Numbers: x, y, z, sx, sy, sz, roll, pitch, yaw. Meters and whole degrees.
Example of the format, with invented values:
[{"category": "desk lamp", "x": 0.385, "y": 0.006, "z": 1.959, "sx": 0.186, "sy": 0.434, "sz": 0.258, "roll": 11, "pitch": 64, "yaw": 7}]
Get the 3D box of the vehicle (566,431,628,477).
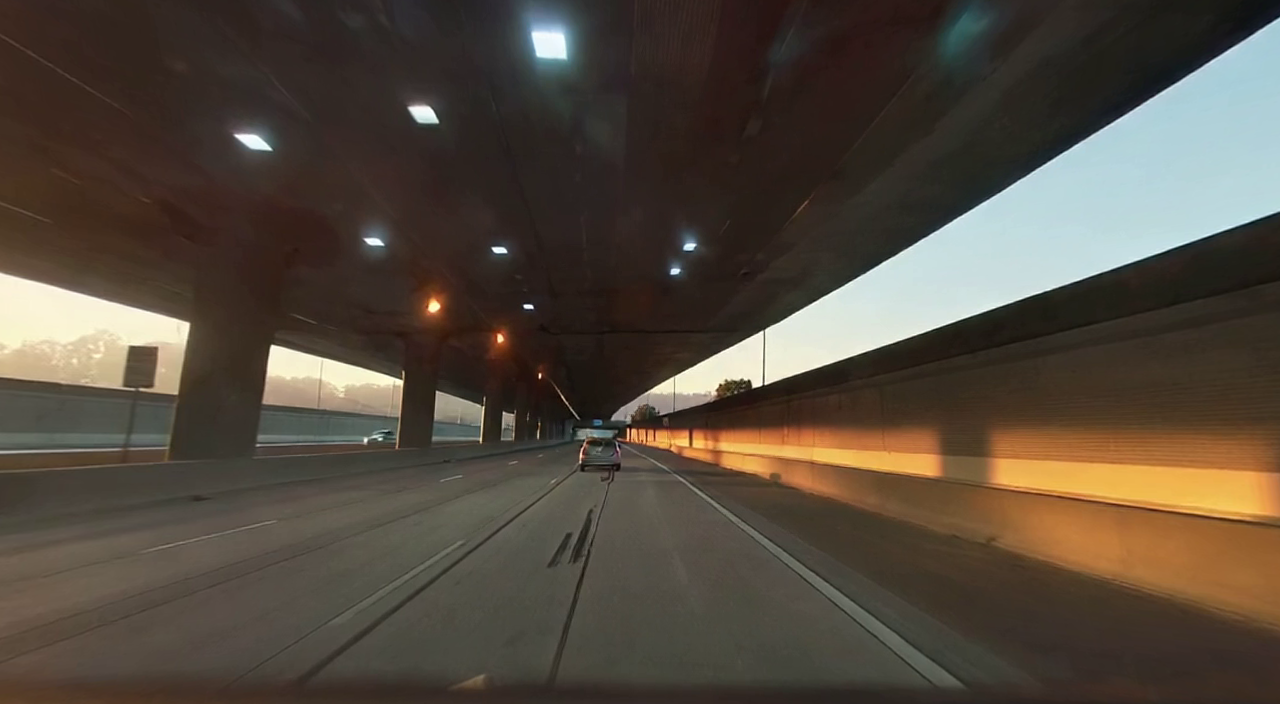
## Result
[{"category": "vehicle", "x": -1.503, "y": 3.743, "z": 23.428, "sx": 2.095, "sy": 1.553, "sz": 4.069, "roll": 0, "pitch": -8, "yaw": -1}]
